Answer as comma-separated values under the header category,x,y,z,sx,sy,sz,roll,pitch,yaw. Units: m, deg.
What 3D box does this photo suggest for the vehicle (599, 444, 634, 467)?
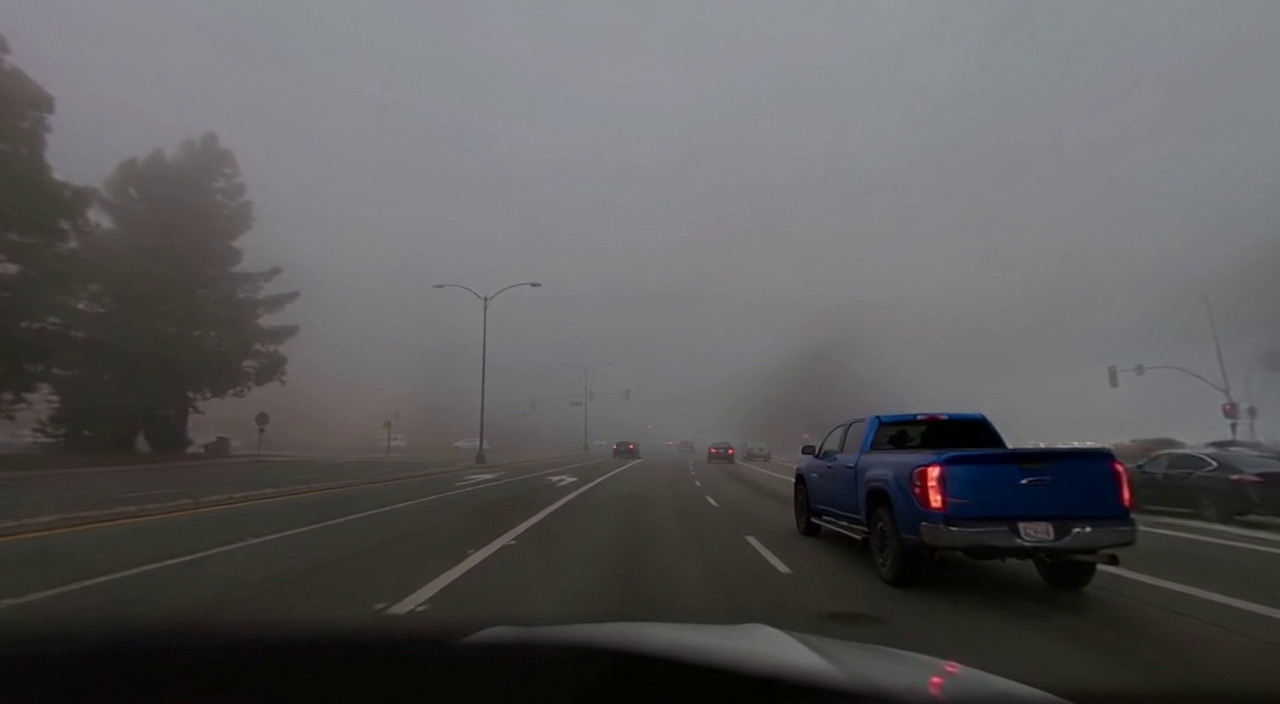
category,x,y,z,sx,sy,sz,roll,pitch,yaw
vehicle,-1.577,7.204,44.111,1.958,1.542,4.175,-1,-9,5

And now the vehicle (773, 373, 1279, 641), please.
category,x,y,z,sx,sy,sz,roll,pitch,yaw
vehicle,3.311,1.451,7.120,2.333,1.777,5.713,0,-9,0

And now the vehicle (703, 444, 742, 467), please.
category,x,y,z,sx,sy,sz,roll,pitch,yaw
vehicle,5.789,7.352,44.939,2.292,1.563,4.734,-1,-9,2
